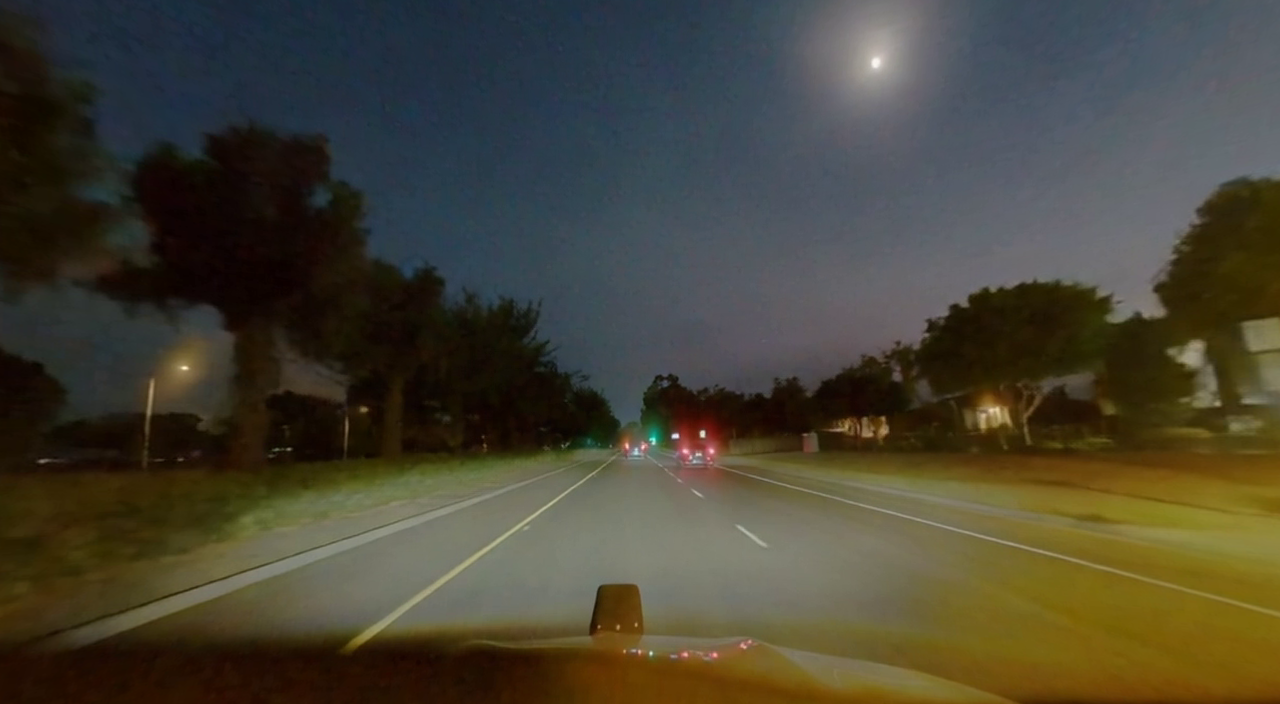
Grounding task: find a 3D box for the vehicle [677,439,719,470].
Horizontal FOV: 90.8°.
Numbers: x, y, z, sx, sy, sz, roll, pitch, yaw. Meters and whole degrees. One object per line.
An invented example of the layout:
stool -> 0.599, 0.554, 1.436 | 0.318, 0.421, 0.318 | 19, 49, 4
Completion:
vehicle -> 3.226, 5.797, 35.937 | 1.888, 1.640, 4.044 | 0, -8, -2
